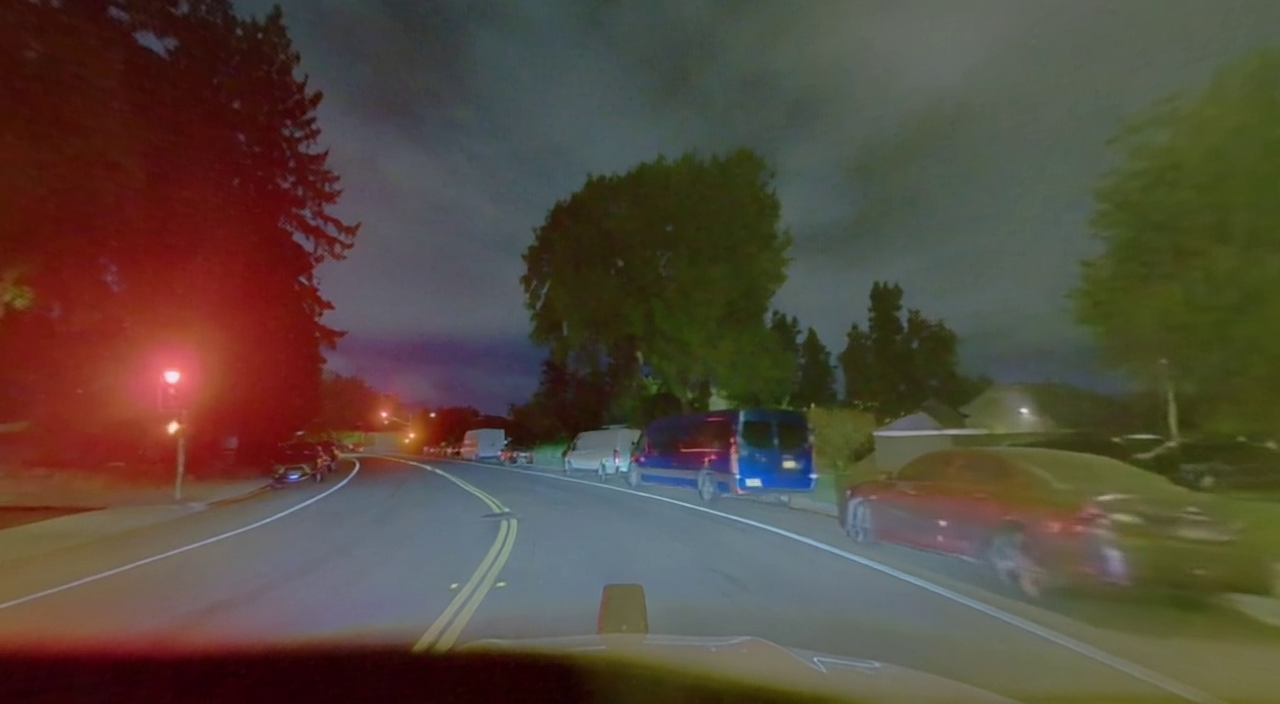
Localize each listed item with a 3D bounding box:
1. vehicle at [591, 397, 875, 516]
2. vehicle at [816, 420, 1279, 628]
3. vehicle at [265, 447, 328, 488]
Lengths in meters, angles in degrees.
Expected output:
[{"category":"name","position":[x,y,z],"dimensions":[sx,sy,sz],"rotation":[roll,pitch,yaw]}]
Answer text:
[{"category":"vehicle","position":[1.508,2.727,17.000],"dimensions":[3.041,2.164,10.370],"rotation":[2,-9,-19]},{"category":"vehicle","position":[3.817,1.579,6.958],"dimensions":[1.957,1.479,4.554],"rotation":[1,-8,-7]},{"category":"vehicle","position":[-14.317,4.778,26.494],"dimensions":[1.950,1.489,4.214],"rotation":[2,-9,-24]}]
